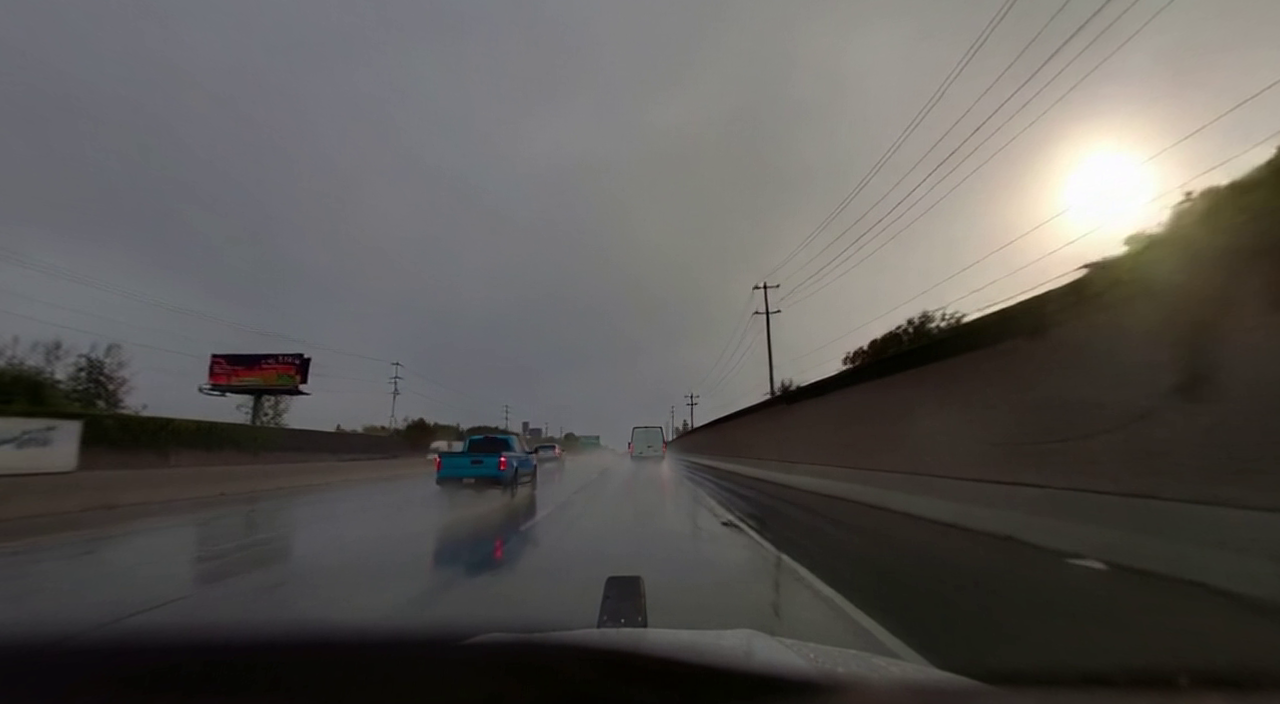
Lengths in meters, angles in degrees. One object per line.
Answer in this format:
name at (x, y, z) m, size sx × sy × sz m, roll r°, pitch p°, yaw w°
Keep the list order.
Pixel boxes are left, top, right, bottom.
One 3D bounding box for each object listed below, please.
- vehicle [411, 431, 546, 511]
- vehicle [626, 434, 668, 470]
vehicle at (-3.921, 2.972, 16.232) m, size 2.145 × 1.730 × 4.729 m, roll 0°, pitch -9°, yaw 1°
vehicle at (0.458, 6.799, 42.799) m, size 2.692 × 2.279 × 5.695 m, roll 0°, pitch -9°, yaw 0°
